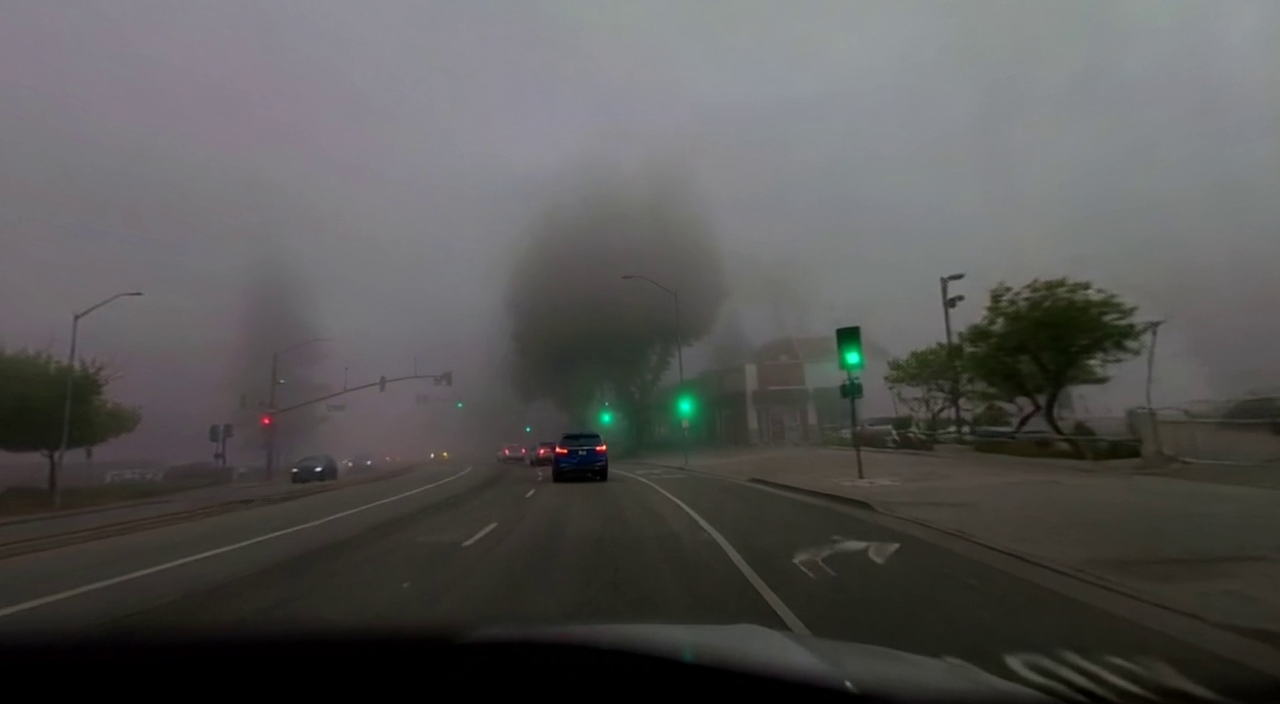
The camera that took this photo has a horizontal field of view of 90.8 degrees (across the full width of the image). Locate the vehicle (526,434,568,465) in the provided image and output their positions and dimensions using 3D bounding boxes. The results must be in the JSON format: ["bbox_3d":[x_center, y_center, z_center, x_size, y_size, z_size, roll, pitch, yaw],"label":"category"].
[{"bbox_3d":[-6.337,6.552,42.610,2.067,1.947,4.628,2,-9,-18],"label":"vehicle"}]

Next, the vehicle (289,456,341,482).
[{"bbox_3d":[-21.501,7.697,41.970,2.071,1.506,4.604,2,-9,-16],"label":"vehicle"}]

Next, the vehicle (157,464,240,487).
[{"bbox_3d":[-34.199,9.605,49.128,4.804,1.544,2.244,3,-9,-23],"label":"vehicle"}]

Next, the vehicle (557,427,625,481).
[{"bbox_3d":[-1.856,3.616,22.664,2.227,1.733,3.930,1,-8,-7],"label":"vehicle"}]
